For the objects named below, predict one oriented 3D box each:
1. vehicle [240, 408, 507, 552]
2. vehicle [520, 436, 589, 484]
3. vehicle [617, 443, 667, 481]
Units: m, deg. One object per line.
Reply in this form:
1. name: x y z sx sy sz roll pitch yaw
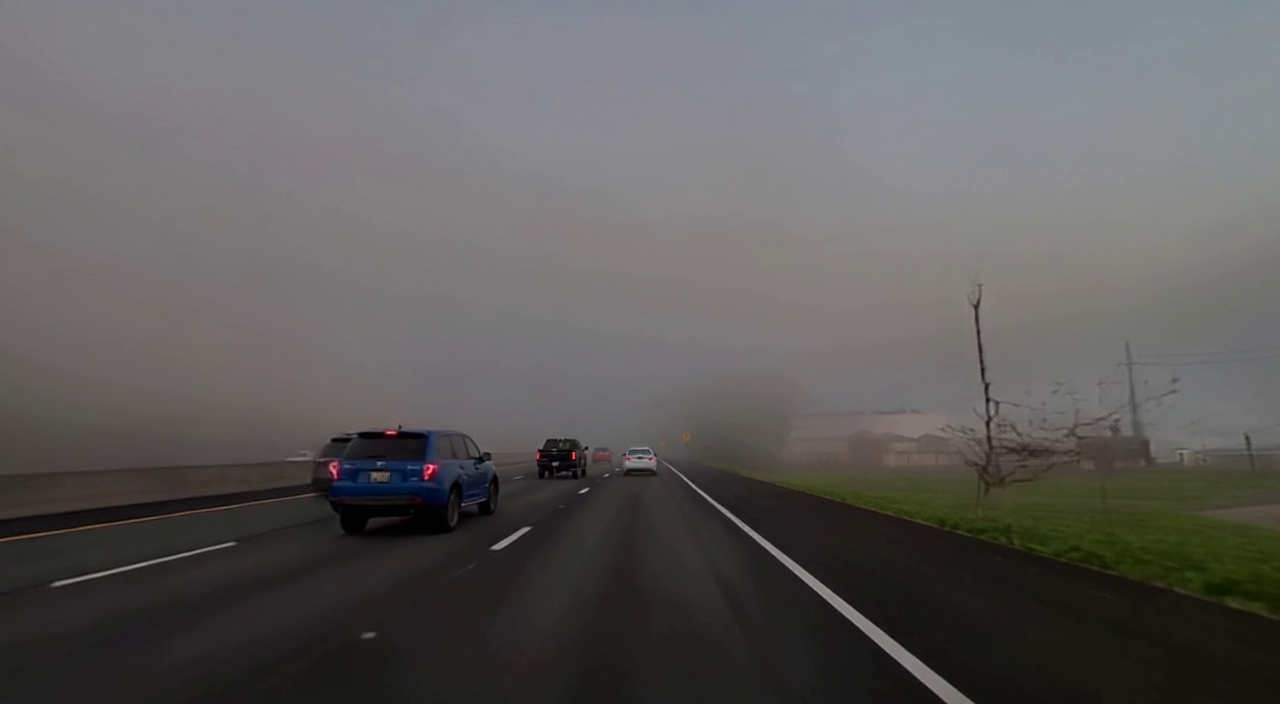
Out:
1. vehicle: -4.035 2.062 10.917 2.198 1.848 5.346 0 -8 1
2. vehicle: -3.454 4.438 26.279 2.133 1.789 4.518 -1 -8 1
3. vehicle: 0.062 4.737 27.465 2.047 1.473 3.978 0 -8 0
